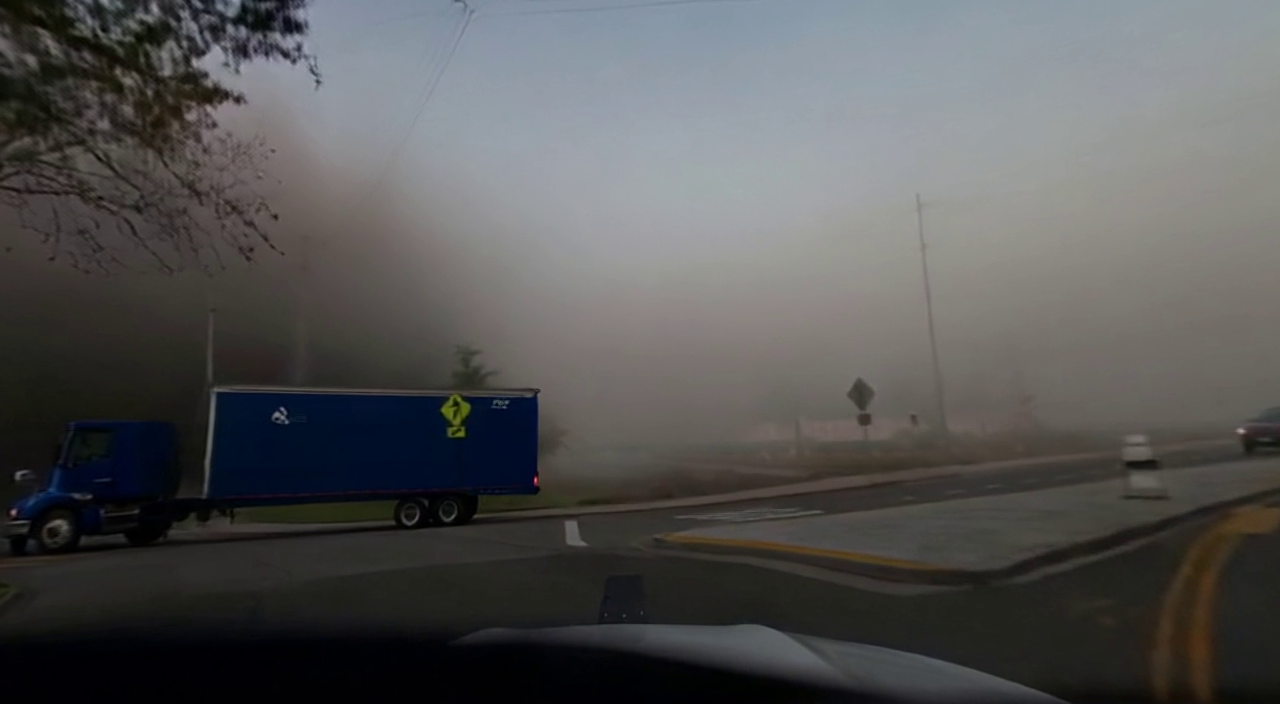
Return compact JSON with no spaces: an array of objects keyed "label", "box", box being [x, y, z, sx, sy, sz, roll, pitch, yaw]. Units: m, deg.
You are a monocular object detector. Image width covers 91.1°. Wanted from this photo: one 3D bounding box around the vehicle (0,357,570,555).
[{"label":"vehicle","box":[-6.318,2.021,12.511,9.680,3.326,2.838,1,-9,-5]}]
